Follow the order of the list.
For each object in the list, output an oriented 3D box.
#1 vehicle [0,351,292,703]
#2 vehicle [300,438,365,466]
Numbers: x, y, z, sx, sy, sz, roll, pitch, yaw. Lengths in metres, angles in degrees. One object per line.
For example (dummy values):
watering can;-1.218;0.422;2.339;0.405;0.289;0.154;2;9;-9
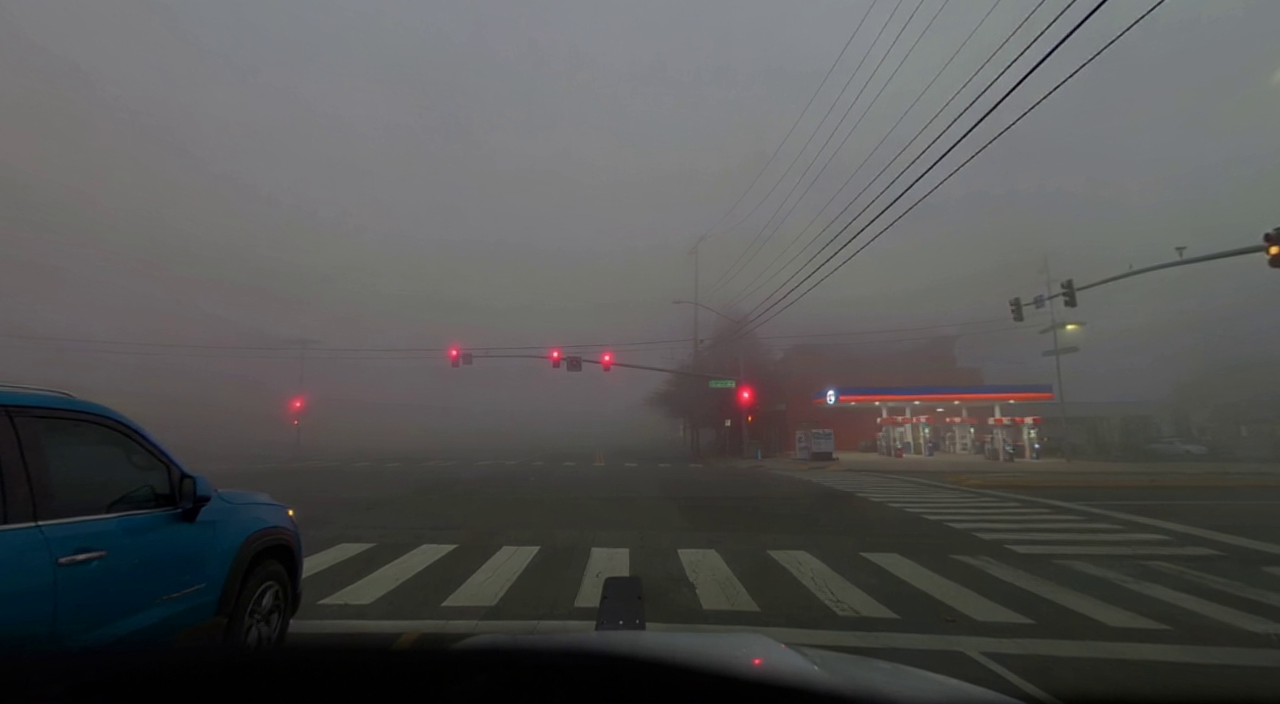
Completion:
vehicle;-3.432;0.803;2.039;2.053;1.690;4.364;0;-9;0
vehicle;-20.468;6.682;42.157;2.004;1.699;4.486;0;-9;1
